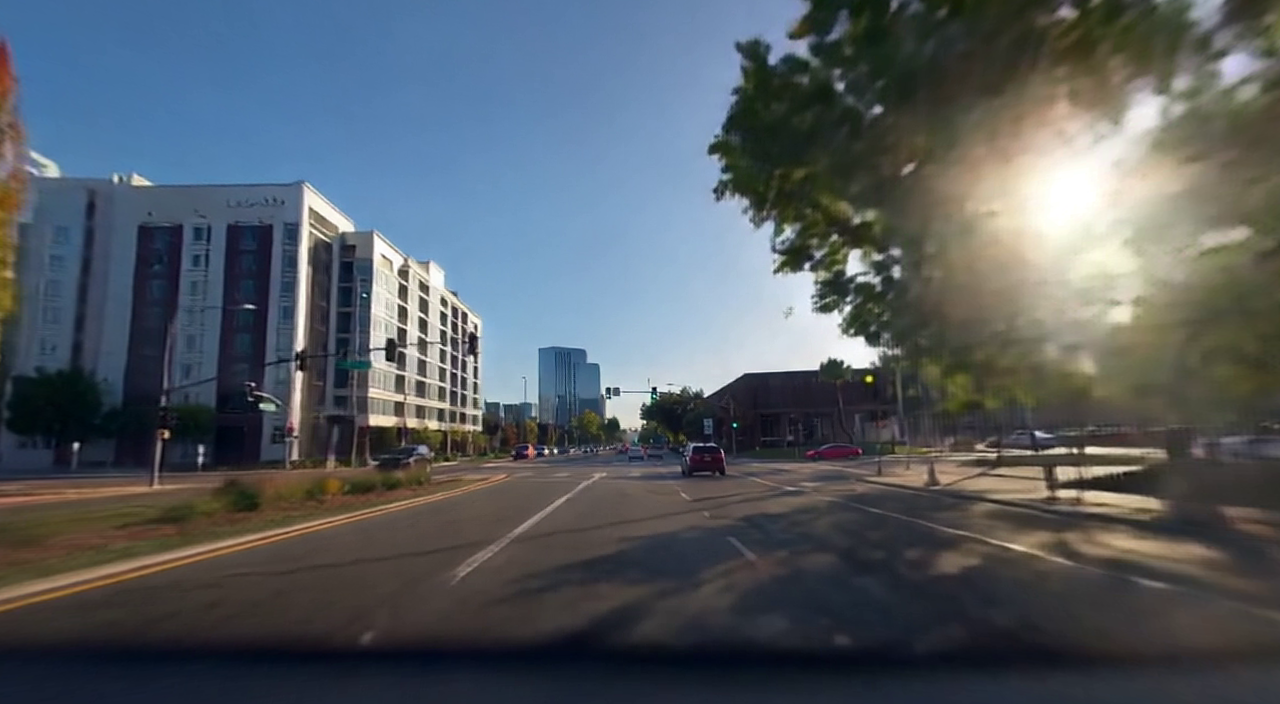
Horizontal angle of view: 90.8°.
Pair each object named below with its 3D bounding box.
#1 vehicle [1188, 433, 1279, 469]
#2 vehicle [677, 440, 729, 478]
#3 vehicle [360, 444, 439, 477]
[{"bbox_3d":[25.503,4.133,26.373,1.828,1.384,3.794,0,-9,1],"label":"vehicle"},{"bbox_3d":[3.093,5.369,31.933,2.069,1.761,4.610,0,-9,-1],"label":"vehicle"},{"bbox_3d":[-11.814,5.349,31.404,2.059,1.503,4.483,0,-9,1],"label":"vehicle"}]
